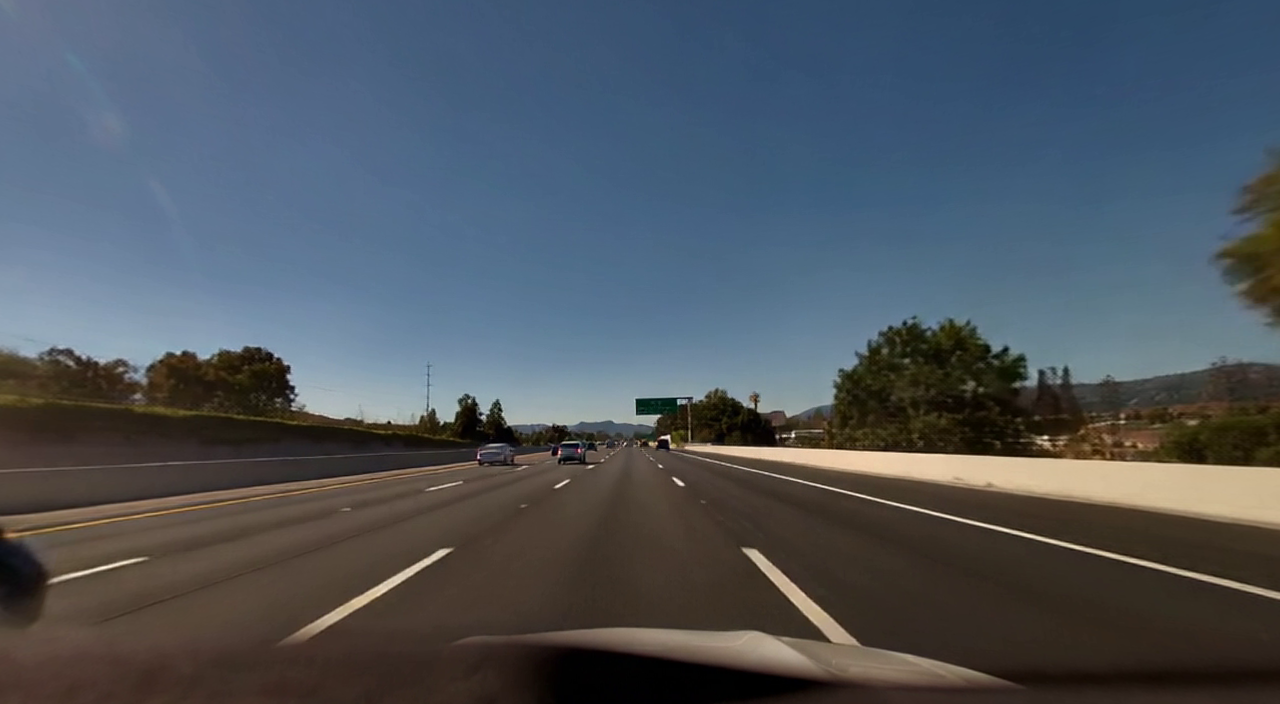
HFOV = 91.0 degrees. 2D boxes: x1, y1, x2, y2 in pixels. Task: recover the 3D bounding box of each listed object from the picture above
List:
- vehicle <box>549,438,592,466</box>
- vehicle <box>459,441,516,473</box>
[{"bbox_3d":[-4.381,6.376,40.300,2.200,1.662,5.091,0,-8,0],"label":"vehicle"},{"bbox_3d":[-8.070,5.568,33.758,1.924,1.519,4.791,0,-8,0],"label":"vehicle"}]
